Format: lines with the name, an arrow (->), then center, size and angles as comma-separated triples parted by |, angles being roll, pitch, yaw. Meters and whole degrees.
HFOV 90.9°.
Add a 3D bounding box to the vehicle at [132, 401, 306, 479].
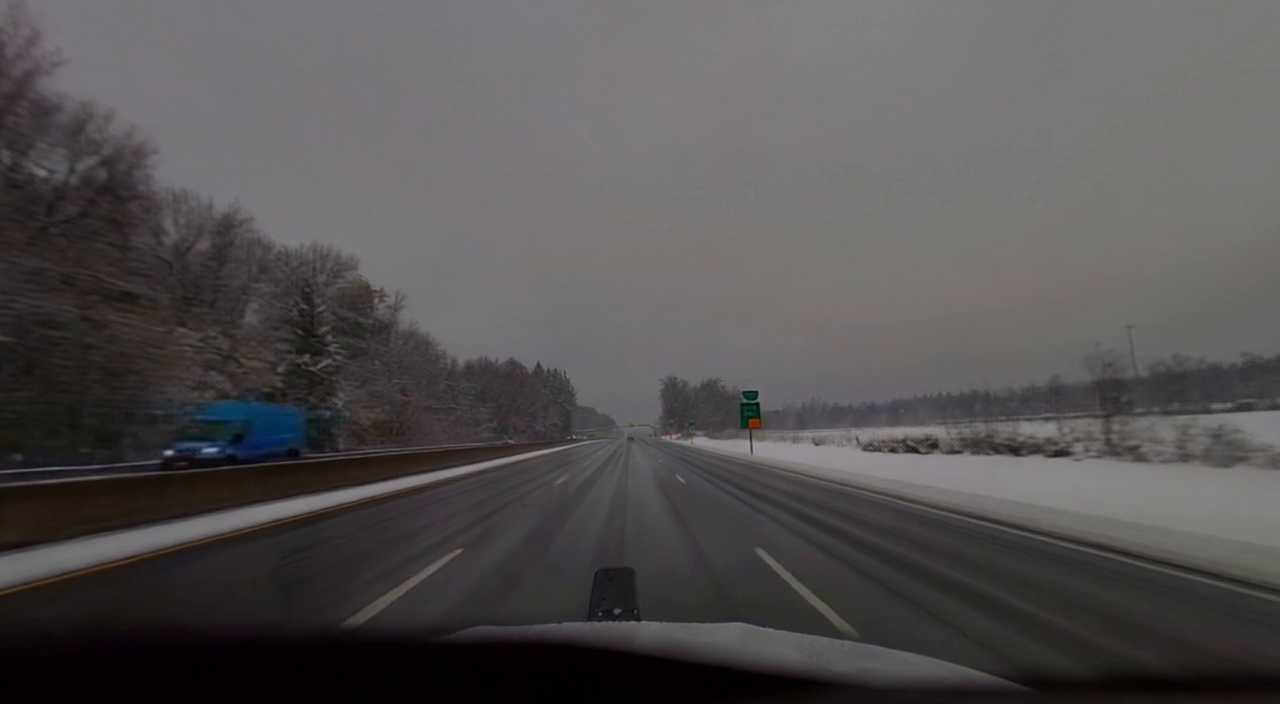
vehicle -> -17.641, 3.754, 27.129 | 2.639, 2.882, 6.998 | 0, -8, -1
